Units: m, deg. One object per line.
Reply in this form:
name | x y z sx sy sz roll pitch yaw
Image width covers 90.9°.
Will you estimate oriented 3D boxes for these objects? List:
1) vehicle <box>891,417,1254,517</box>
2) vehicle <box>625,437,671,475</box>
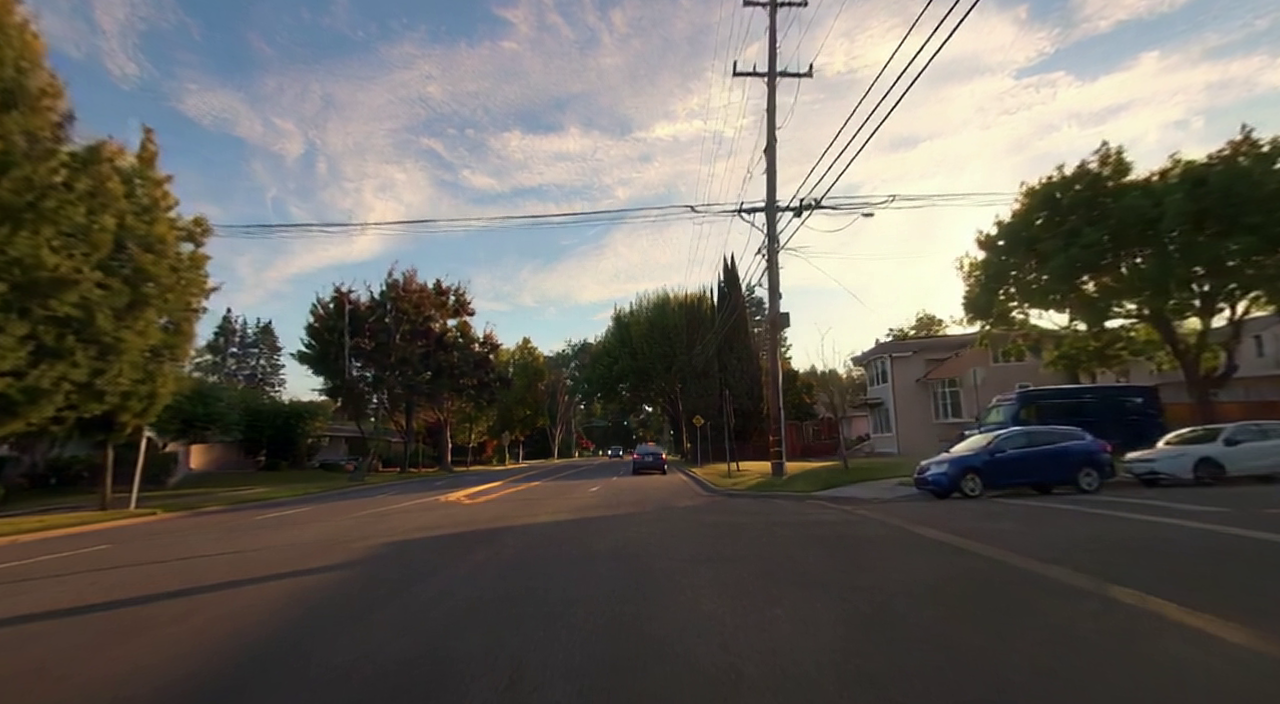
vehicle | 6.827 1.872 10.411 4.543 1.472 1.830 -1 -9 2
vehicle | 0.398 5.052 30.807 2.120 1.718 3.909 0 -8 1
